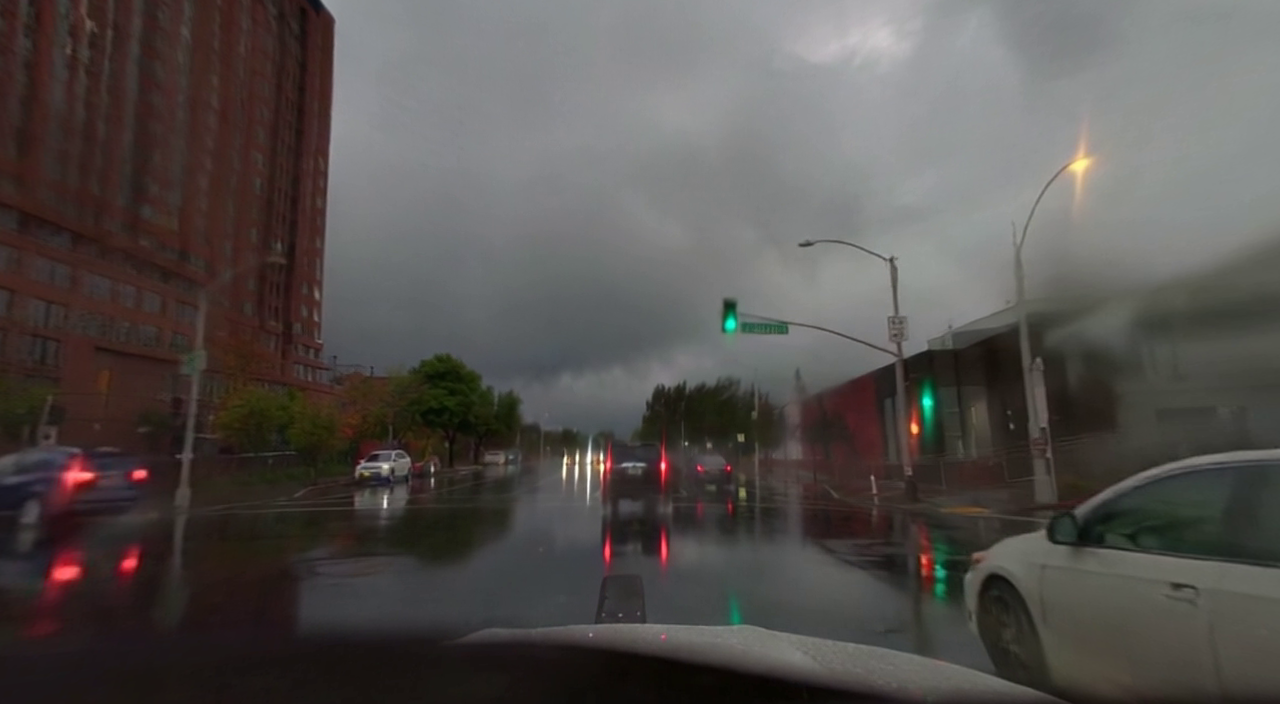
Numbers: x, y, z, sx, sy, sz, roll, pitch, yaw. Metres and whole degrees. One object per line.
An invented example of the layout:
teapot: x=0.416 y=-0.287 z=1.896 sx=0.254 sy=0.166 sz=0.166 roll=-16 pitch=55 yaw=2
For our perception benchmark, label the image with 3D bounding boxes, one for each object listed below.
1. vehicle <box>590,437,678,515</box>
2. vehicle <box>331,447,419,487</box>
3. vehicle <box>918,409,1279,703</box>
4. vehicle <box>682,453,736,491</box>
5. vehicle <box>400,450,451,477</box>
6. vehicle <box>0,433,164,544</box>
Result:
vehicle: x=-0.186 y=3.336 z=17.548 sx=2.105 sy=1.842 sz=4.537 roll=0 pitch=-9 yaw=-1
vehicle: x=-14.243 y=6.169 z=34.377 sx=2.191 sy=2.011 sz=5.556 roll=0 pitch=-9 yaw=2
vehicle: x=3.250 y=1.029 z=2.681 sx=2.026 sy=1.499 sz=4.662 roll=0 pitch=-9 yaw=0
vehicle: x=2.911 y=5.164 z=27.531 sx=1.852 sy=1.462 sz=4.155 roll=0 pitch=-9 yaw=-1
vehicle: x=-14.266 y=7.385 z=42.232 sx=1.891 sy=1.659 sz=4.360 roll=0 pitch=-9 yaw=0
vehicle: x=-11.614 y=2.527 z=12.273 sx=4.244 sy=1.812 sz=1.855 roll=-4 pitch=-10 yaw=25
